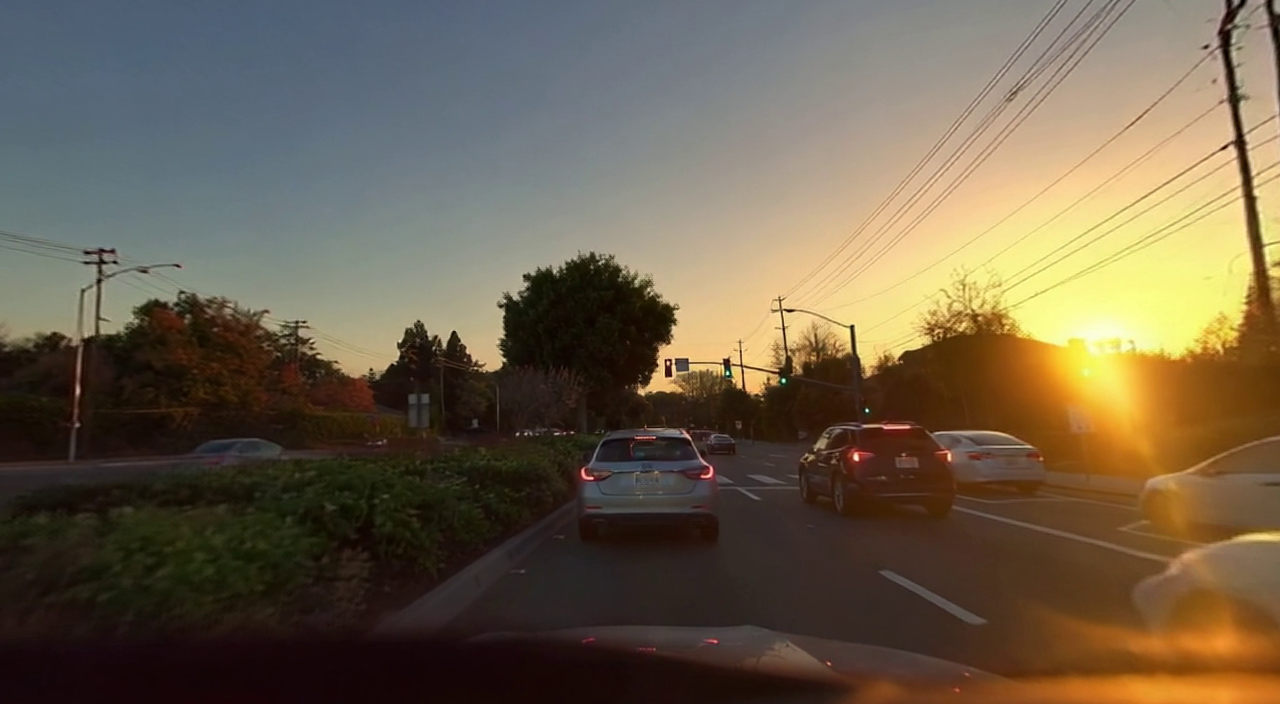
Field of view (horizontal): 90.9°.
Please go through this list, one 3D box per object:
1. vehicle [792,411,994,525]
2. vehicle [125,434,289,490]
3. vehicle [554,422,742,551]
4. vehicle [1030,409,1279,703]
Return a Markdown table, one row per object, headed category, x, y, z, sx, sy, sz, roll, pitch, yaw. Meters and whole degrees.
| category | x | y | z | sx | sy | sz | roll | pitch | yaw |
| --- | --- | --- | --- | --- | --- | --- | --- | --- | --- |
| vehicle | 4.476 | 2.135 | 12.056 | 2.140 | 1.753 | 4.256 | 0 | -8 | 1 |
| vehicle | -17.128 | 4.374 | 25.456 | 2.262 | 1.967 | 5.814 | -1 | -8 | 3 |
| vehicle | 0.113 | 1.921 | 9.693 | 2.208 | 1.498 | 4.401 | 0 | -8 | 1 |
| vehicle | 3.517 | 0.849 | 1.754 | 2.028 | 1.454 | 4.531 | 0 | -8 | 1 |
